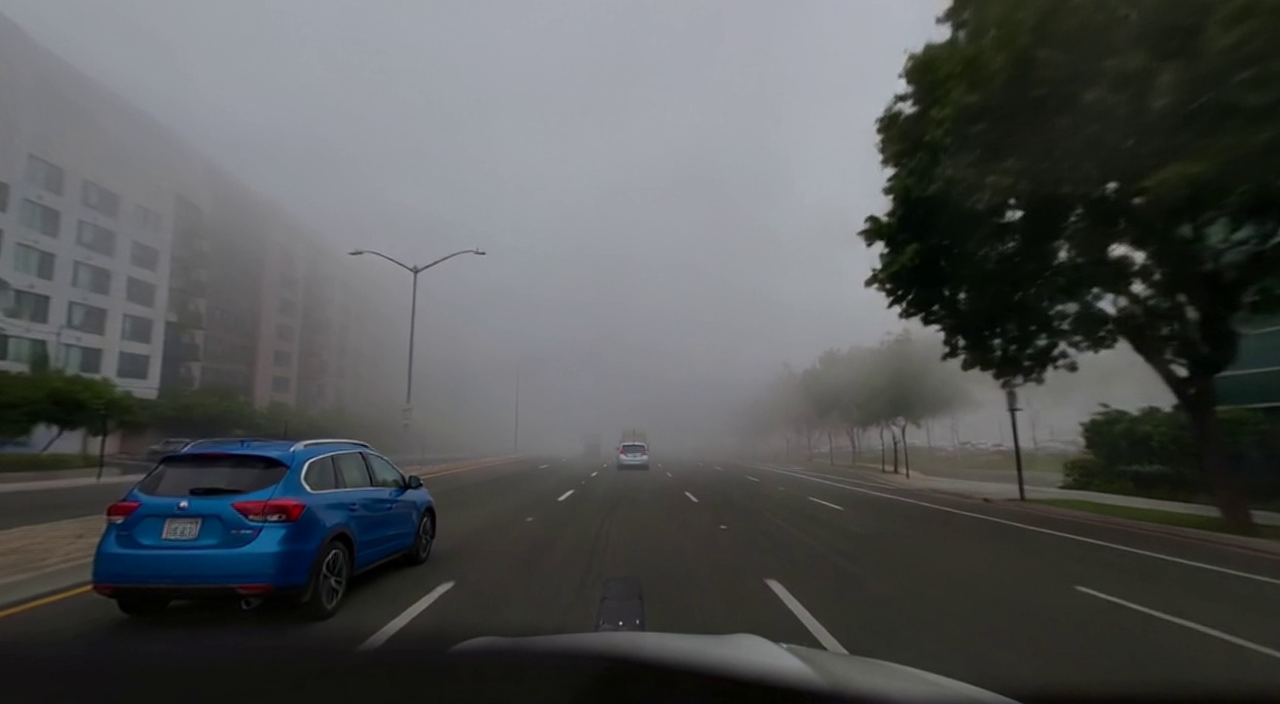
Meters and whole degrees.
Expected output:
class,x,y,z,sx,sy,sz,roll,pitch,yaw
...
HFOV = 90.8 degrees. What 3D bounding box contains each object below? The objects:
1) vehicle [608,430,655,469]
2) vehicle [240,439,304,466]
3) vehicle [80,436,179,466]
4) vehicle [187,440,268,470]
class,x,y,z,sx,sy,sz,roll,pitch,yaw
vehicle,-0.416,5.028,32.671,2.260,1.872,4.578,0,-8,0
vehicle,-27.203,7.447,46.915,1.978,1.835,4.932,0,-8,-3
vehicle,-35.357,6.898,44.013,2.181,1.913,5.591,0,-9,0
vehicle,-26.926,6.698,41.435,1.992,1.798,4.987,0,-8,-1
